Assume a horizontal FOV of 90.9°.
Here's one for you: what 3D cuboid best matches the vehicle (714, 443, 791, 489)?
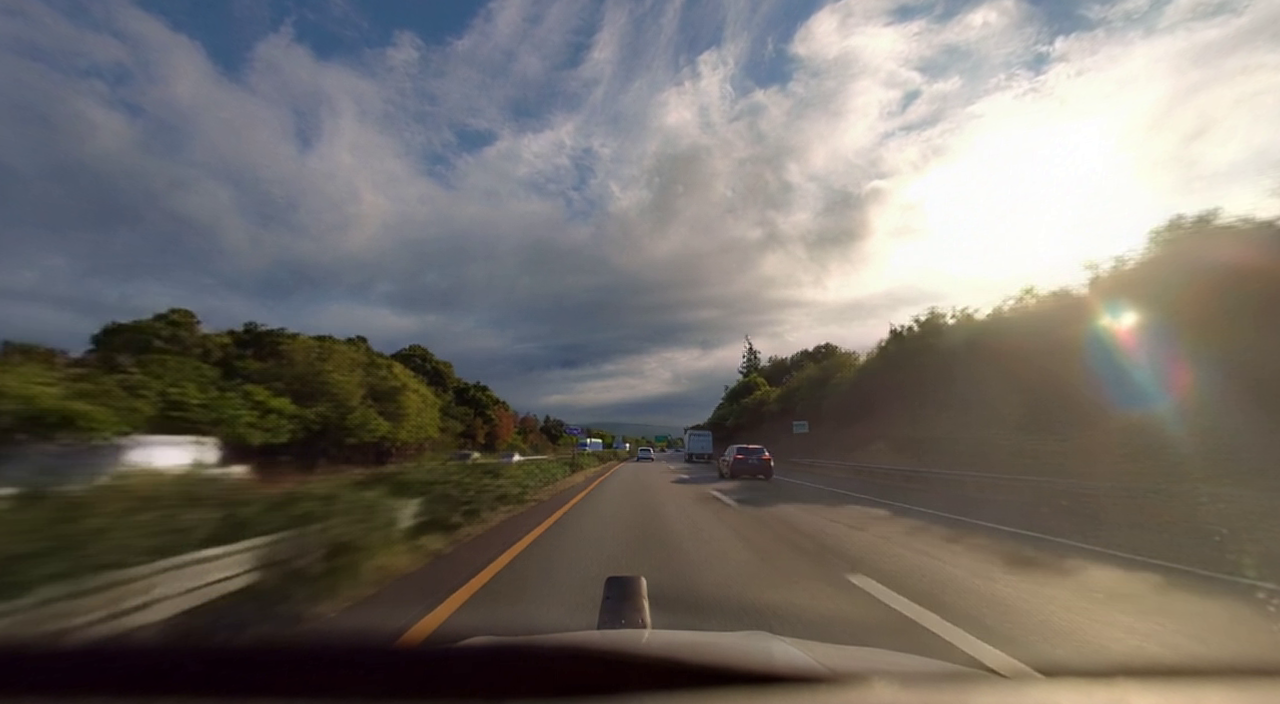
[{"bbox_3d":[4.010,4.135,23.162,2.043,1.542,3.881,0,-9,-1],"label":"vehicle"}]
